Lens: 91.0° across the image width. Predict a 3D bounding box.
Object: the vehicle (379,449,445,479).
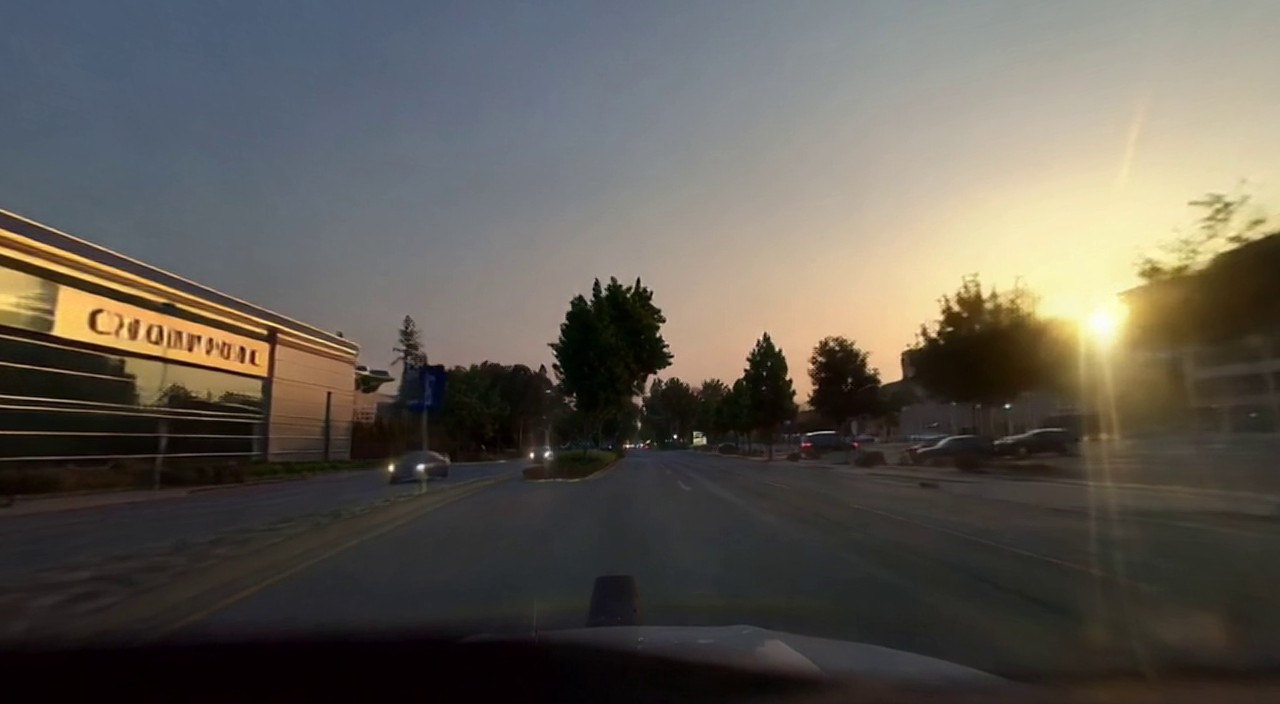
[{"bbox_3d":[-12.269,6.026,34.147,1.921,1.490,4.242,0,-9,0],"label":"vehicle"}]
